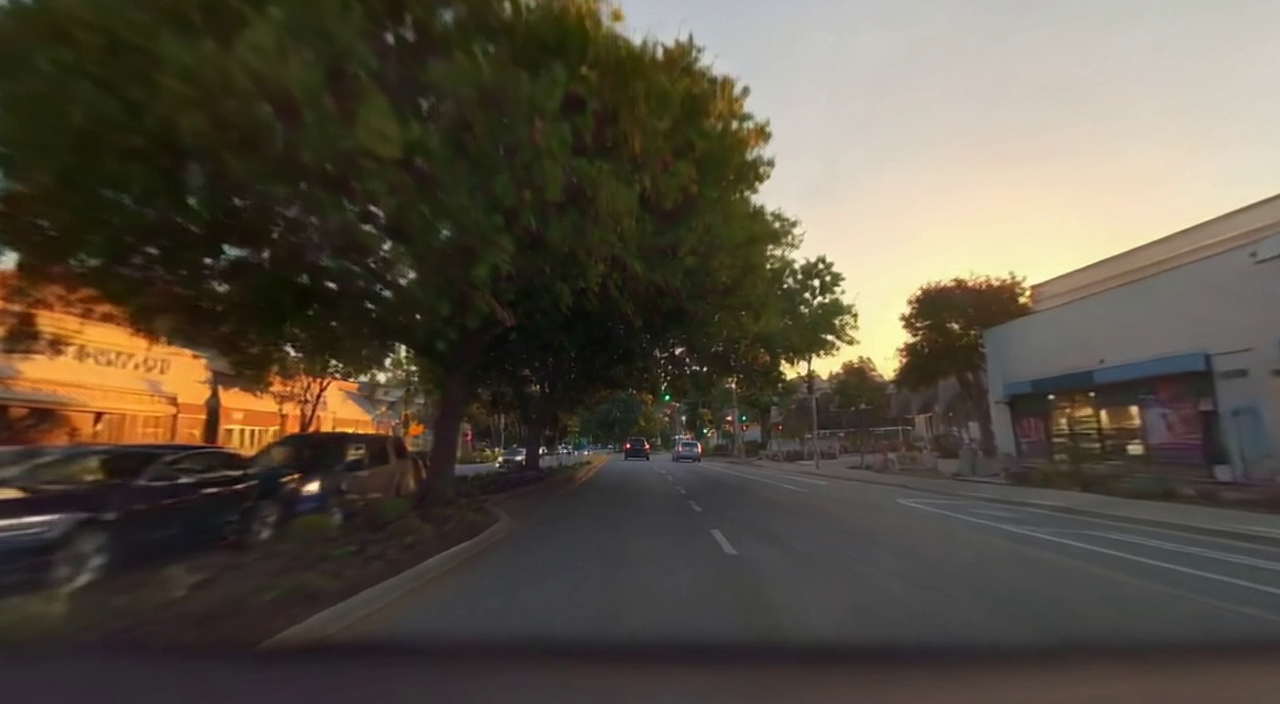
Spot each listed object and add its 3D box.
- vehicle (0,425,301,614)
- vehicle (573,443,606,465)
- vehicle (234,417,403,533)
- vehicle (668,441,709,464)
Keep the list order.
[{"bbox_3d":[-5.875,1.656,7.227,1.901,1.498,4.359,1,-8,-5],"label":"vehicle"},{"bbox_3d":[-3.630,7.374,45.879,1.962,1.484,4.351,0,-8,1],"label":"vehicle"},{"bbox_3d":[-5.977,2.273,12.396,2.058,1.751,4.502,0,-8,-16],"label":"vehicle"},{"bbox_3d":[3.634,7.677,48.546,2.427,1.665,5.593,0,-8,-2],"label":"vehicle"}]
